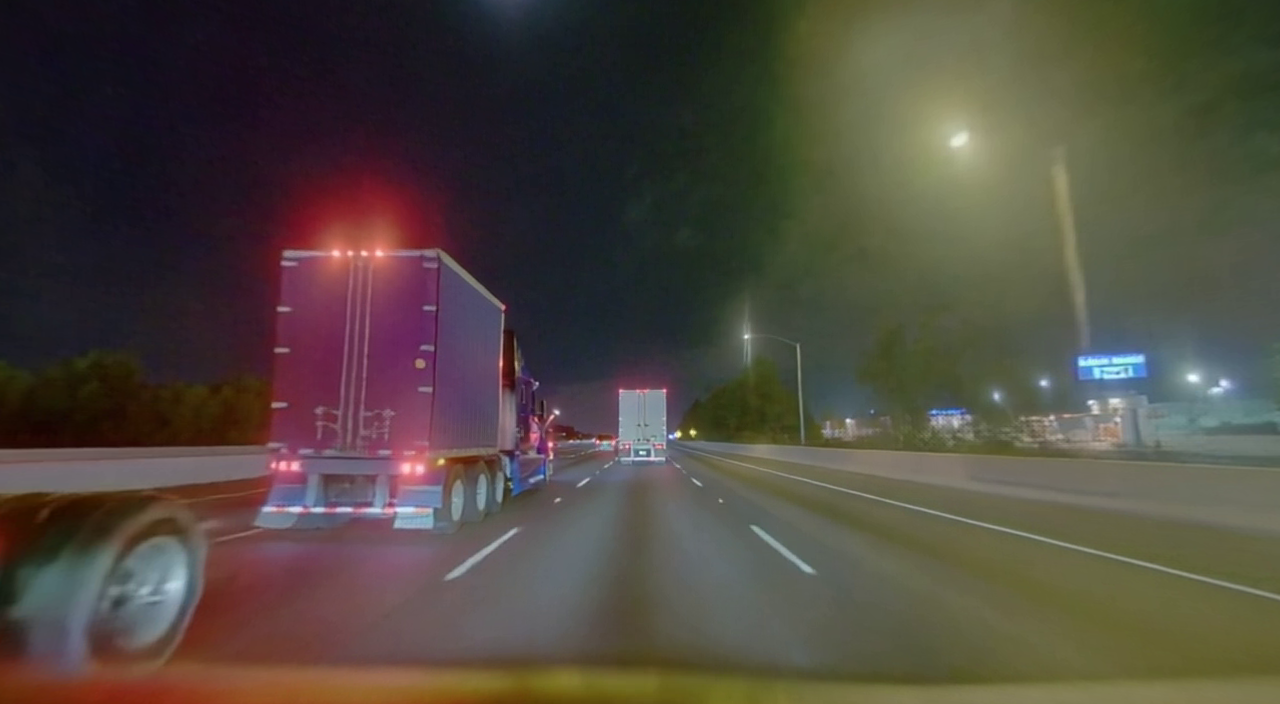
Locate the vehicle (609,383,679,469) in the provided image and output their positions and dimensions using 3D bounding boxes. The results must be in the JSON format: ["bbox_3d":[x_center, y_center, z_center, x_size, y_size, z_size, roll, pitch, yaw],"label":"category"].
[{"bbox_3d":[0.166,3.836,31.526,2.941,3.604,9.851,0,-9,0],"label":"vehicle"}]

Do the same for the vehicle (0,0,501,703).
[{"bbox_3d":[-3.923,-0.203,3.116,2.875,4.083,15.756,0,-9,0],"label":"vehicle"}]
